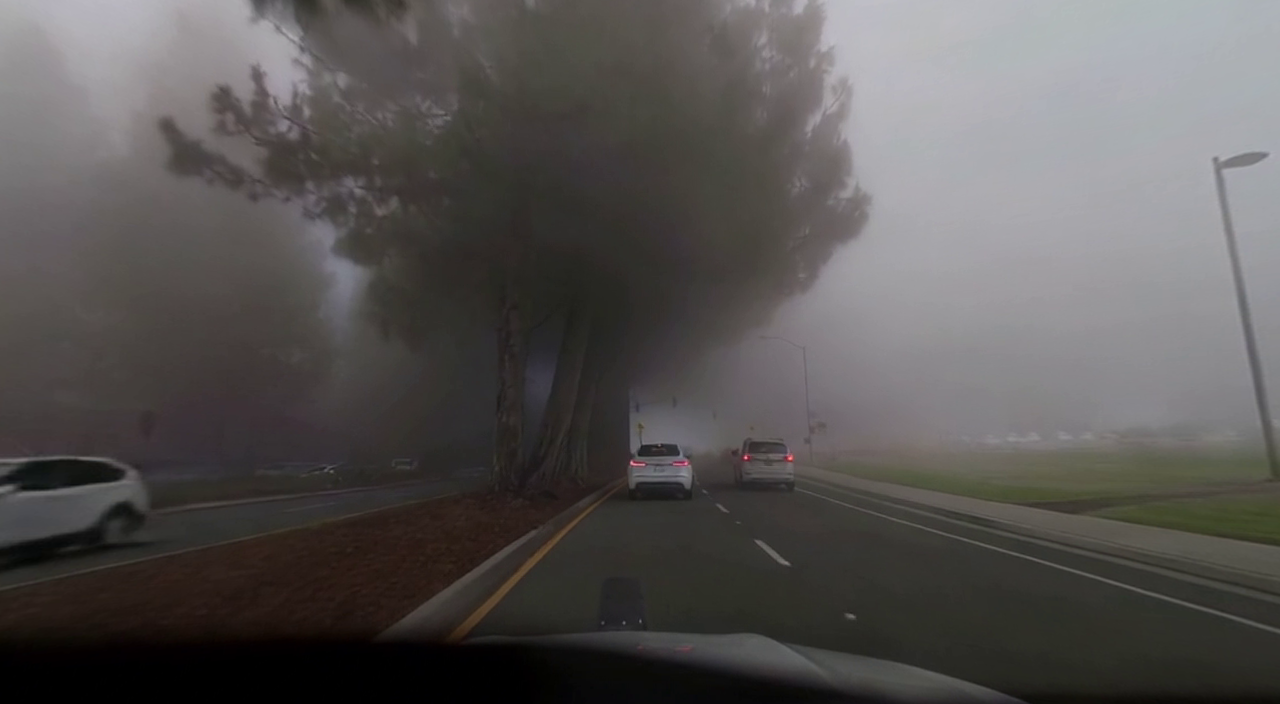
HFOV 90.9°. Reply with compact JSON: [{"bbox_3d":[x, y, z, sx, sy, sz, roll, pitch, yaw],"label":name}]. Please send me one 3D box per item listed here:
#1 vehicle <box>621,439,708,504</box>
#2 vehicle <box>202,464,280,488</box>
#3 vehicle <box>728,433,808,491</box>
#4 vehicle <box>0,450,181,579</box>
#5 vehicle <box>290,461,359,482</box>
[{"bbox_3d":[0.672,3.291,17.841,2.154,1.585,3.997,-1,-8,2],"label":"vehicle"},{"bbox_3d":[-26.292,8.180,41.582,4.011,1.473,1.913,-2,-9,9],"label":"vehicle"},{"bbox_3d":[4.450,3.909,22.807,1.953,1.818,5.299,-1,-8,2],"label":"vehicle"},{"bbox_3d":[-8.159,1.964,7.706,1.773,1.449,4.322,-2,-9,1],"label":"vehicle"},{"bbox_3d":[-24.406,9.275,48.861,4.374,1.502,1.925,-1,-8,6],"label":"vehicle"}]
